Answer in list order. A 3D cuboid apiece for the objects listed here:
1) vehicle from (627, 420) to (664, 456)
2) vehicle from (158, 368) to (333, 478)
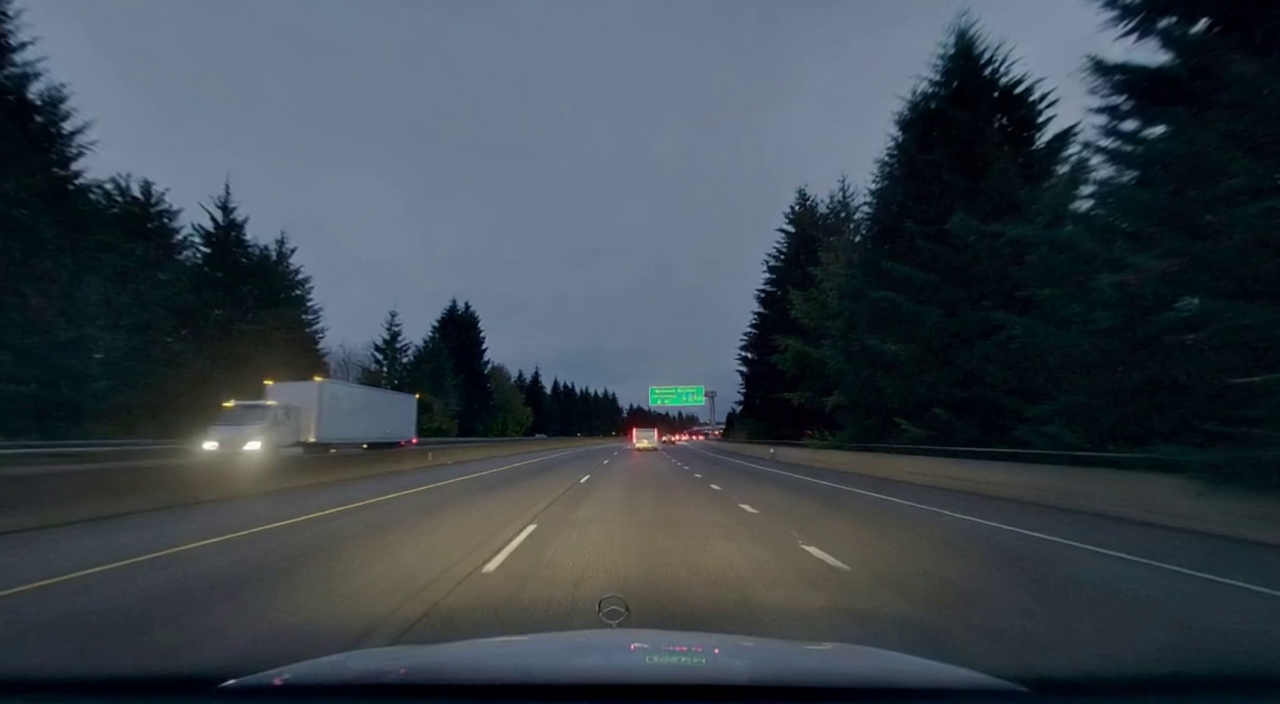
[{"bbox_3d":[0.351,5.996,43.830,2.450,2.314,4.753,0,-8,-1],"label":"vehicle"},{"bbox_3d":[-15.248,2.873,25.037,3.006,3.818,5.823,0,-8,0],"label":"vehicle"}]
